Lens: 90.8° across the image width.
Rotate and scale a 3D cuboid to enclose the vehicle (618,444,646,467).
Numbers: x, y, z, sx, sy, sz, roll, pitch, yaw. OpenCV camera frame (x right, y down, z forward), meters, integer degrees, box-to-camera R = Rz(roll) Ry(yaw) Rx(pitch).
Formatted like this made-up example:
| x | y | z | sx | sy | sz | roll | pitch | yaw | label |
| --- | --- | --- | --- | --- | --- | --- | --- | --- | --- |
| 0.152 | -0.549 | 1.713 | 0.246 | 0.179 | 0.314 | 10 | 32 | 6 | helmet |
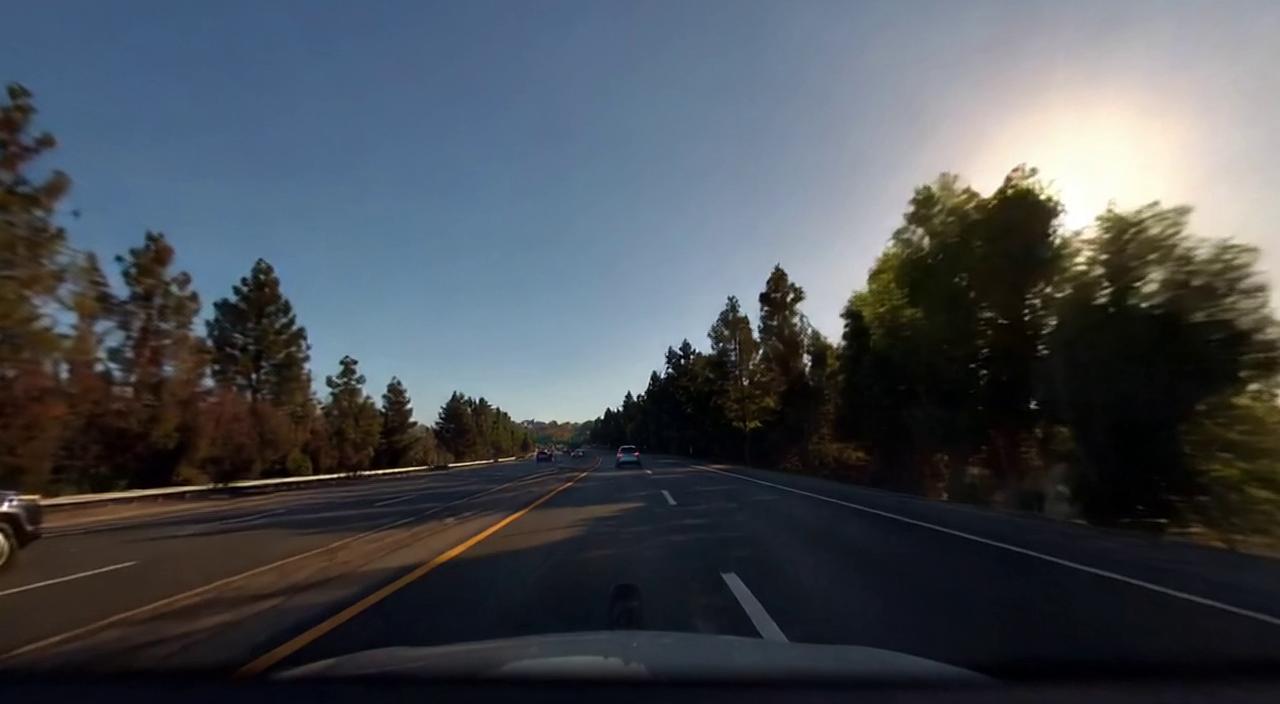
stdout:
| x | y | z | sx | sy | sz | roll | pitch | yaw | label |
| --- | --- | --- | --- | --- | --- | --- | --- | --- | --- |
| -0.629 | 7.897 | 48.468 | 2.001 | 1.688 | 4.128 | 0 | -8 | -1 | vehicle |
